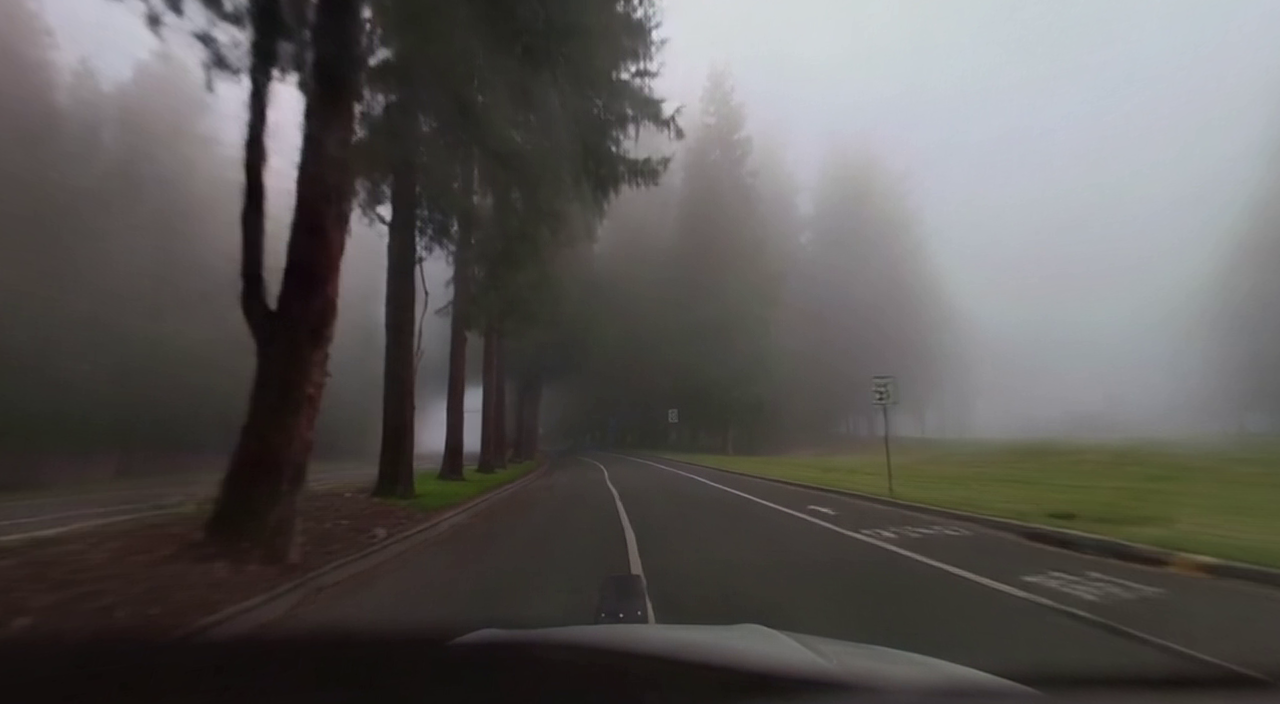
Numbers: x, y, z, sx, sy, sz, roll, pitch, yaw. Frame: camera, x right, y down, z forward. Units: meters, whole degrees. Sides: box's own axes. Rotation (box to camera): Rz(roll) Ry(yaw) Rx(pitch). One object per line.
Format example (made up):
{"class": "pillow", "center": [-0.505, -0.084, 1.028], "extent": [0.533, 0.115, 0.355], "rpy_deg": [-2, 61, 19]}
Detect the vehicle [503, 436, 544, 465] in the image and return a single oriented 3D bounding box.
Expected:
{"class": "vehicle", "center": [-8.130, 6.969, 44.768], "extent": [2.267, 1.849, 6.402], "rpy_deg": [1, -9, -5]}
